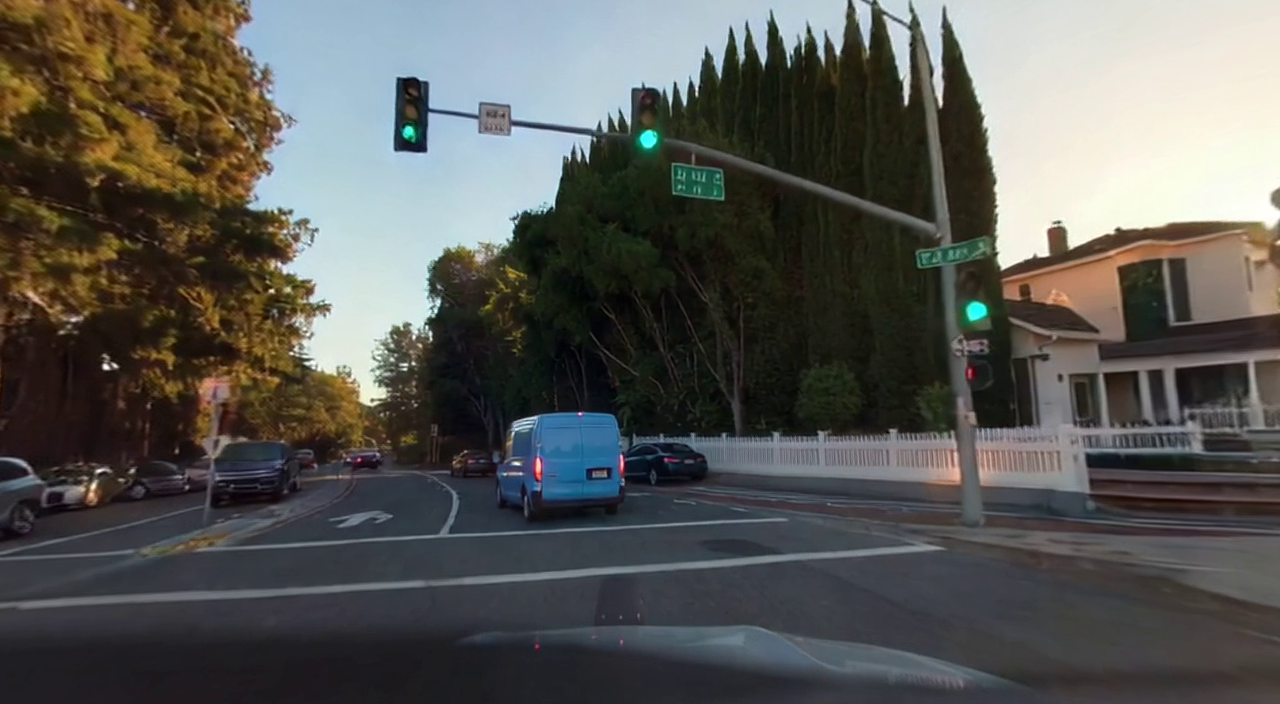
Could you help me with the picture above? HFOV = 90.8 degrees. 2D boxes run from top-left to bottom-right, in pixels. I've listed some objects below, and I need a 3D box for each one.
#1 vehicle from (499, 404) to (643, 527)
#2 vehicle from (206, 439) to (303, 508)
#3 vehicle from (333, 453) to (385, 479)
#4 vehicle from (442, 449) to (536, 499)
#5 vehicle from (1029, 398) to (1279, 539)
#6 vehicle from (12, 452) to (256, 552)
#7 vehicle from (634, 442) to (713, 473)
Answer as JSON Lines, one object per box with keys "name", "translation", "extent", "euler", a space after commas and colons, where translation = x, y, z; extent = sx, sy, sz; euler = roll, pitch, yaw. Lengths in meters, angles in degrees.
{"name": "vehicle", "translation": [-1.697, 2.372, 13.642], "extent": [2.213, 2.124, 4.809], "euler": [2, -9, -17]}
{"name": "vehicle", "translation": [-12.347, 3.767, 20.252], "extent": [2.228, 1.871, 5.492], "euler": [5, -10, -31]}
{"name": "vehicle", "translation": [-17.754, 7.141, 39.842], "extent": [1.911, 1.493, 4.291], "euler": [7, -11, -38]}
{"name": "vehicle", "translation": [-5.082, 3.924, 20.819], "extent": [2.008, 1.445, 4.386], "euler": [4, -10, -26]}
{"name": "vehicle", "translation": [10.222, 1.842, 10.195], "extent": [2.514, 2.026, 6.104], "euler": [7, -11, -40]}
{"name": "vehicle", "translation": [-9.064, 2.633, 11.908], "extent": [1.952, 1.461, 4.377], "euler": [2, -9, -16]}
{"name": "vehicle", "translation": [2.028, 6.285, 37.908], "extent": [4.559, 1.754, 1.985], "euler": [7, -11, -39]}
